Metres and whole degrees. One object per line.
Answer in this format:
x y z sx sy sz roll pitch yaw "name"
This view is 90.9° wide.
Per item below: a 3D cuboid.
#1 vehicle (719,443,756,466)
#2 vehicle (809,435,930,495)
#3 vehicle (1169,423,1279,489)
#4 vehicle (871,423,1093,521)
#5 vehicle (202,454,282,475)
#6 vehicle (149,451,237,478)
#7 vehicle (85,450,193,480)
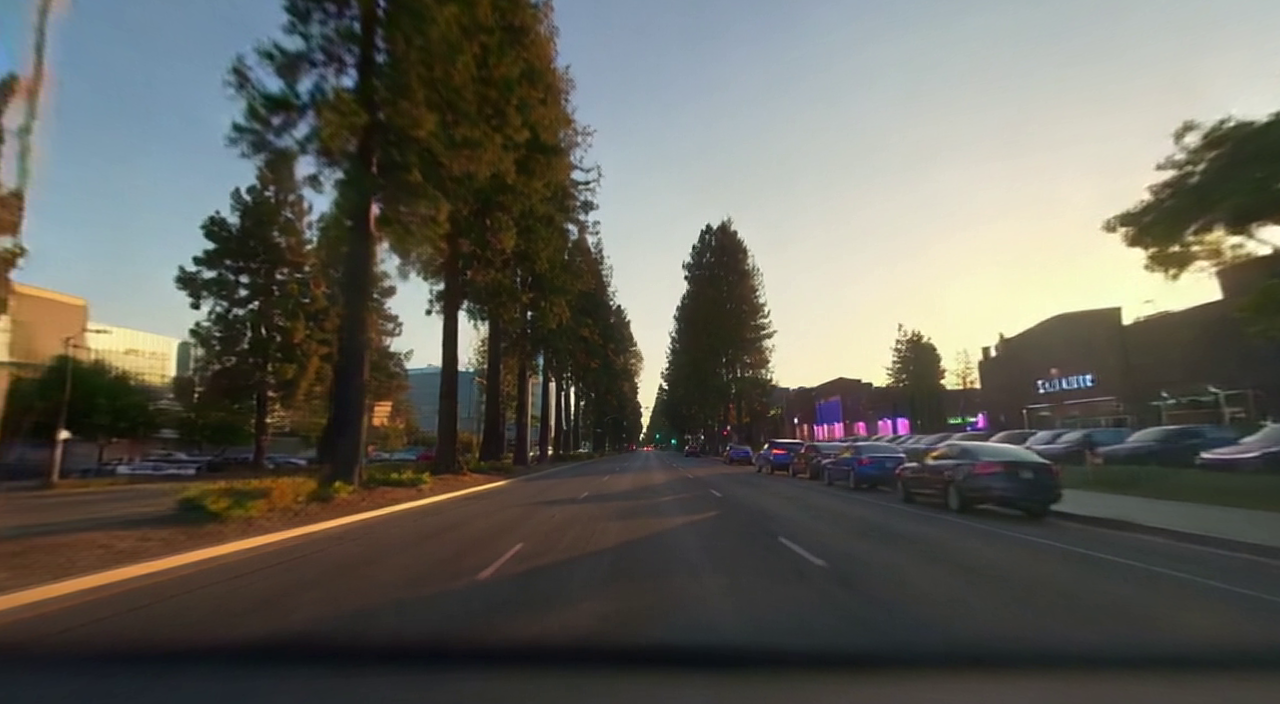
7.432 7.873 48.521 2.122 1.602 4.928 -1 -9 1 "vehicle"
7.001 3.491 19.868 1.986 1.634 4.783 0 -8 0 "vehicle"
16.721 2.559 15.689 5.222 1.515 2.044 0 -9 0 "vehicle"
6.986 2.493 13.668 2.084 1.736 4.754 0 -8 -1 "vehicle"
-31.237 8.839 49.537 4.795 1.555 2.221 0 -9 1 "vehicle"
-32.184 8.115 45.517 4.663 1.861 2.194 0 -9 2 "vehicle"
-32.209 7.258 40.638 4.963 1.714 2.311 -2 -9 -1 "vehicle"
